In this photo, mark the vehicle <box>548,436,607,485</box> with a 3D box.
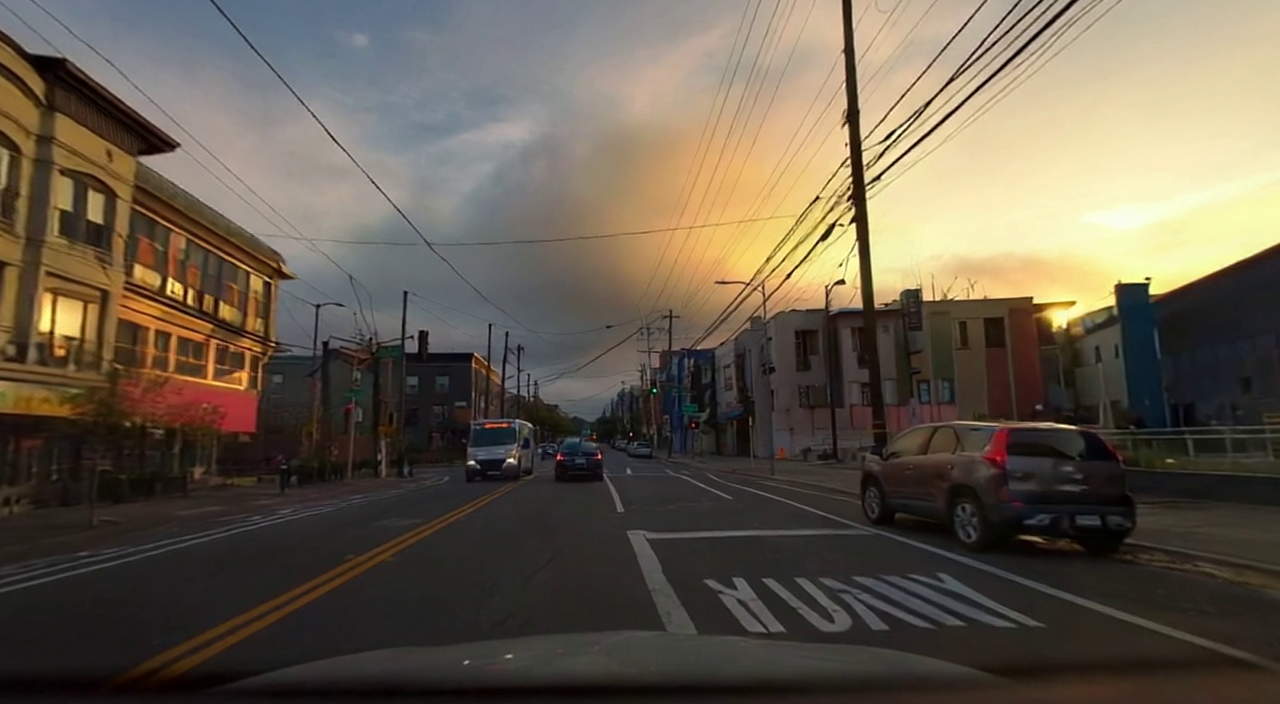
[{"bbox_3d":[-2.246,3.995,23.557,1.980,1.635,3.795,0,-8,-3],"label":"vehicle"}]

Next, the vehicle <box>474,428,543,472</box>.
[{"bbox_3d":[-7.490,5.723,37.088,2.704,2.334,7.209,0,-8,-2],"label":"vehicle"}]

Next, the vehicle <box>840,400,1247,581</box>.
[{"bbox_3d":[5.276,1.895,9.688,2.197,1.917,5.637,0,-8,-4],"label":"vehicle"}]
